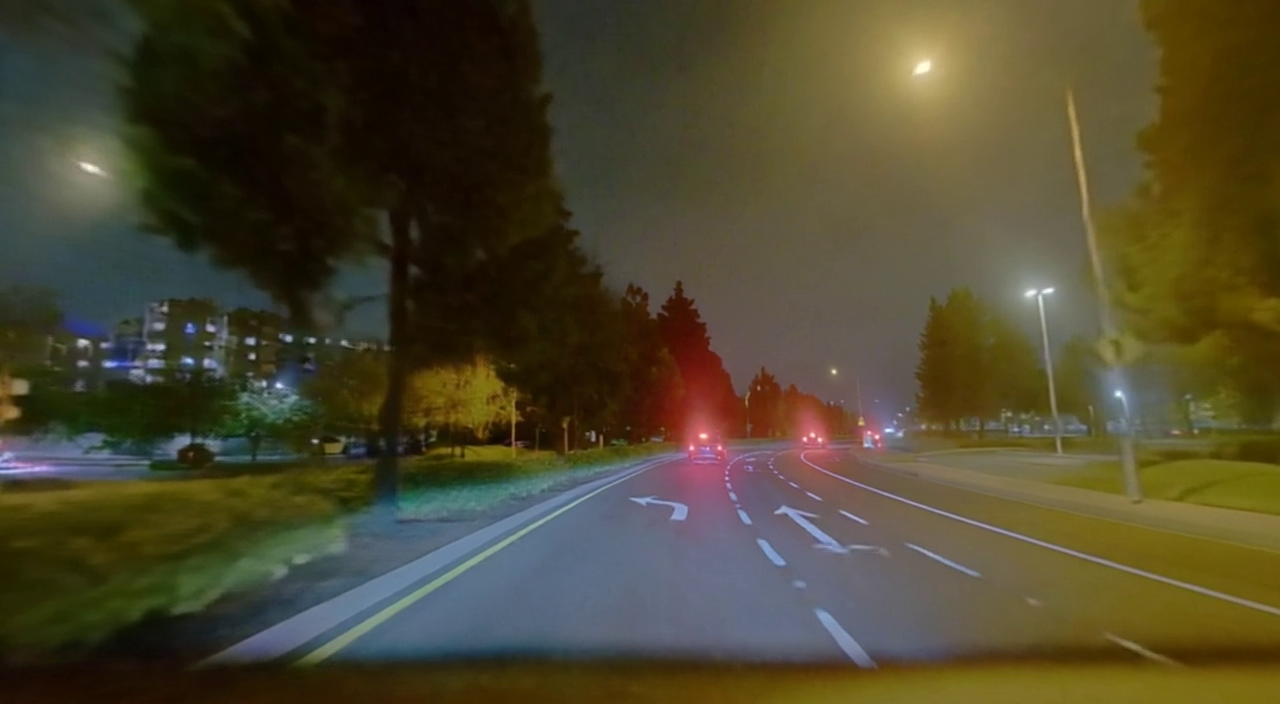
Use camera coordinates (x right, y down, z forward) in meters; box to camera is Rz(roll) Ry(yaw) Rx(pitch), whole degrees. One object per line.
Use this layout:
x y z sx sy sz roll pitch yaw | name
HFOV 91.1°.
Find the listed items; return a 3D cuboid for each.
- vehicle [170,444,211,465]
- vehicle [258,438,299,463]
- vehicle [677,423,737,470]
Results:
-33.686 7.664 47.148 1.983 1.491 4.333 5 -10 -29 | vehicle
-28.656 7.793 49.873 2.123 1.834 4.749 4 -9 -23 | vehicle
3.234 4.381 29.224 2.371 1.926 5.615 -1 -9 10 | vehicle
